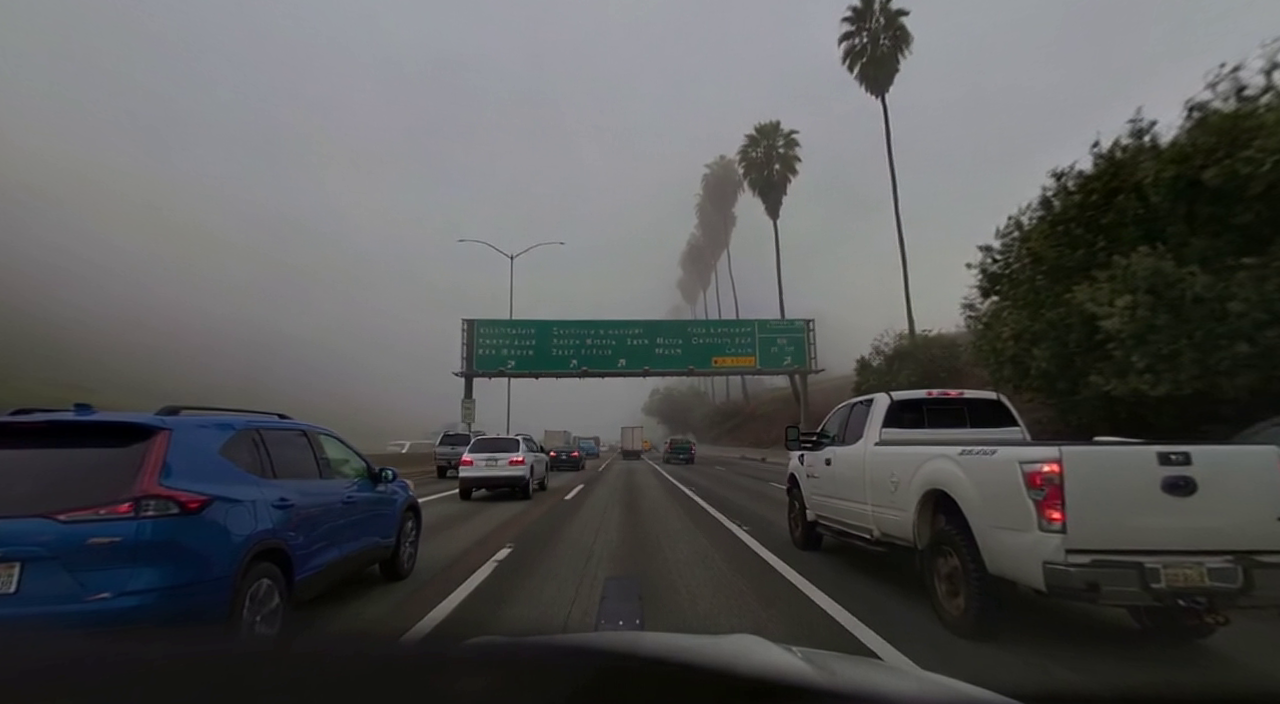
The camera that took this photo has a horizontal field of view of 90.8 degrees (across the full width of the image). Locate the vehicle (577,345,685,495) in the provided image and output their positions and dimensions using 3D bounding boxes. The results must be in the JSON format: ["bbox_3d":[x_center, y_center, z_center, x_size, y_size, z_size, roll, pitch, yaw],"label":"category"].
[{"bbox_3d":[-0.141,2.620,22.479,2.906,4.040,10.743,0,-9,1],"label":"vehicle"}]

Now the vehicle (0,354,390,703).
[{"bbox_3d":[-3.218,1.053,3.594,1.885,1.654,4.103,0,-9,0],"label":"vehicle"}]

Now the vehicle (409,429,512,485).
[{"bbox_3d":[-6.841,4.095,24.890,2.344,1.954,5.579,0,-9,1],"label":"vehicle"}]

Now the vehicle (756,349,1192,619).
[{"bbox_3d":[3.119,1.439,7.808,2.245,2.103,5.613,0,-9,-1],"label":"vehicle"}]

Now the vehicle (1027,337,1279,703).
[{"bbox_3d":[3.184,0.503,1.201,1.859,1.416,4.695,0,-9,-1],"label":"vehicle"}]
